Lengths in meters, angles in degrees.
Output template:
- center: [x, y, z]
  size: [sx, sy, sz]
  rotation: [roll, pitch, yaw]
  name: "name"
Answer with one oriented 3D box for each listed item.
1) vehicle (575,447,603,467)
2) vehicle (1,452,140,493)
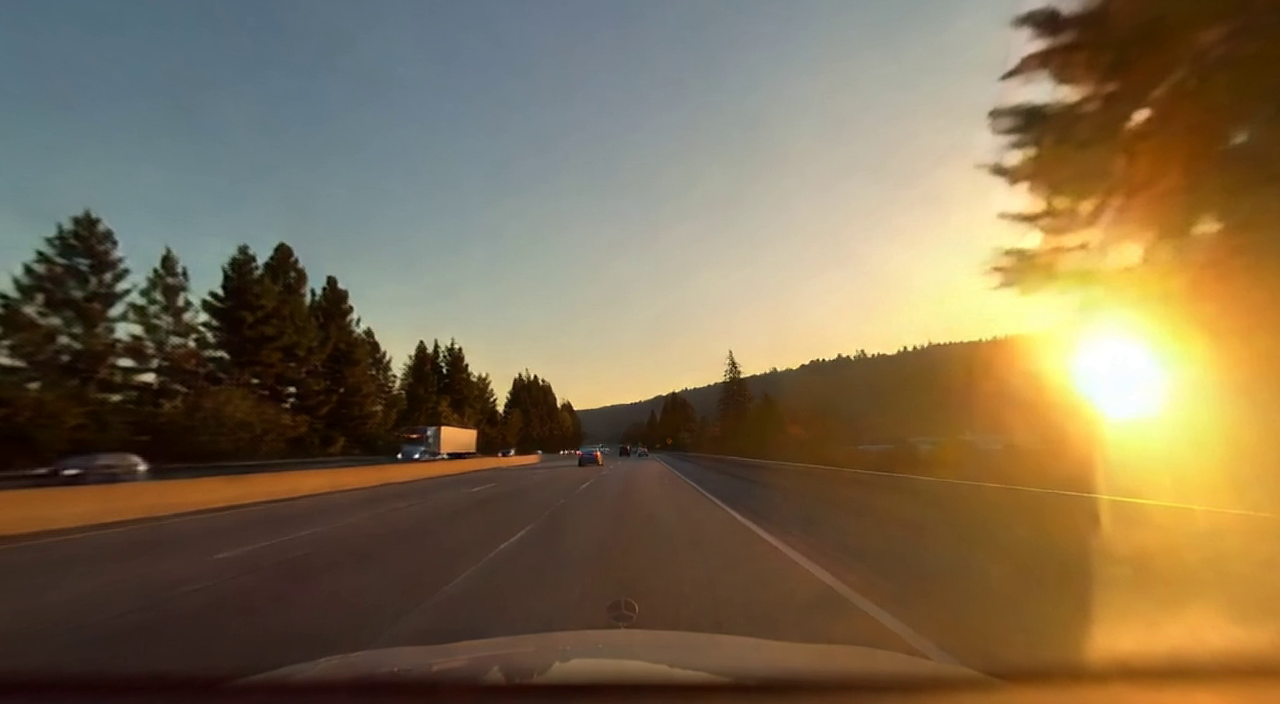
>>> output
- center: [-4.013, 8.319, 49.711]
  size: [1.933, 1.497, 3.973]
  rotation: [0, -9, 0]
  name: "vehicle"
- center: [-23.403, 4.933, 25.997]
  size: [1.980, 1.518, 3.986]
  rotation: [0, -9, 1]
  name: "vehicle"
